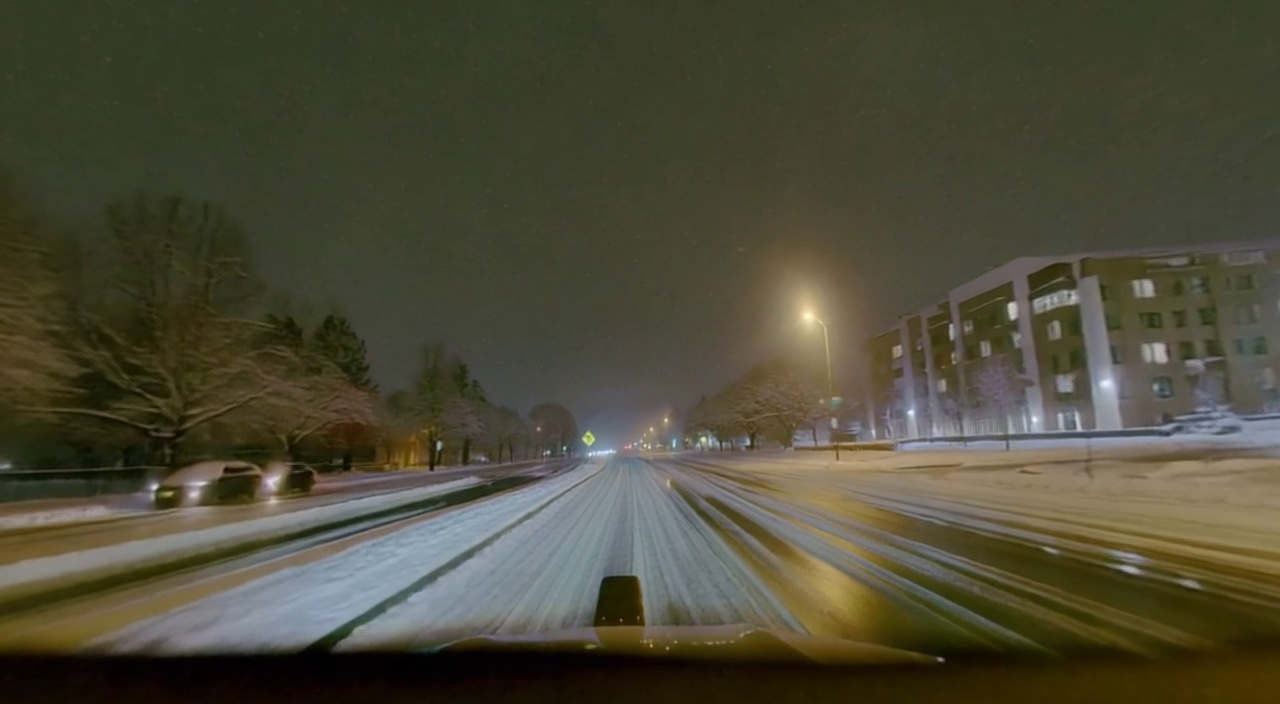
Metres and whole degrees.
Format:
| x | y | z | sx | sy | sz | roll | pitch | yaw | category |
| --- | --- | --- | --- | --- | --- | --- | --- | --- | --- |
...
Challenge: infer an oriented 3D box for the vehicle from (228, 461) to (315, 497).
| x | y | z | sx | sy | sz | roll | pitch | yaw | category |
| --- | --- | --- | --- | --- | --- | --- | --- | --- | --- |
| -19.357 | 6.659 | 33.450 | 1.965 | 1.665 | 4.577 | -2 | -9 | -1 | vehicle |

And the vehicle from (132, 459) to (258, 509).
| x | y | z | sx | sy | sz | roll | pitch | yaw | category |
| --- | --- | --- | --- | --- | --- | --- | --- | --- | --- |
| -19.217 | 5.672 | 27.631 | 2.255 | 1.848 | 4.617 | 0 | -8 | -3 | vehicle |
